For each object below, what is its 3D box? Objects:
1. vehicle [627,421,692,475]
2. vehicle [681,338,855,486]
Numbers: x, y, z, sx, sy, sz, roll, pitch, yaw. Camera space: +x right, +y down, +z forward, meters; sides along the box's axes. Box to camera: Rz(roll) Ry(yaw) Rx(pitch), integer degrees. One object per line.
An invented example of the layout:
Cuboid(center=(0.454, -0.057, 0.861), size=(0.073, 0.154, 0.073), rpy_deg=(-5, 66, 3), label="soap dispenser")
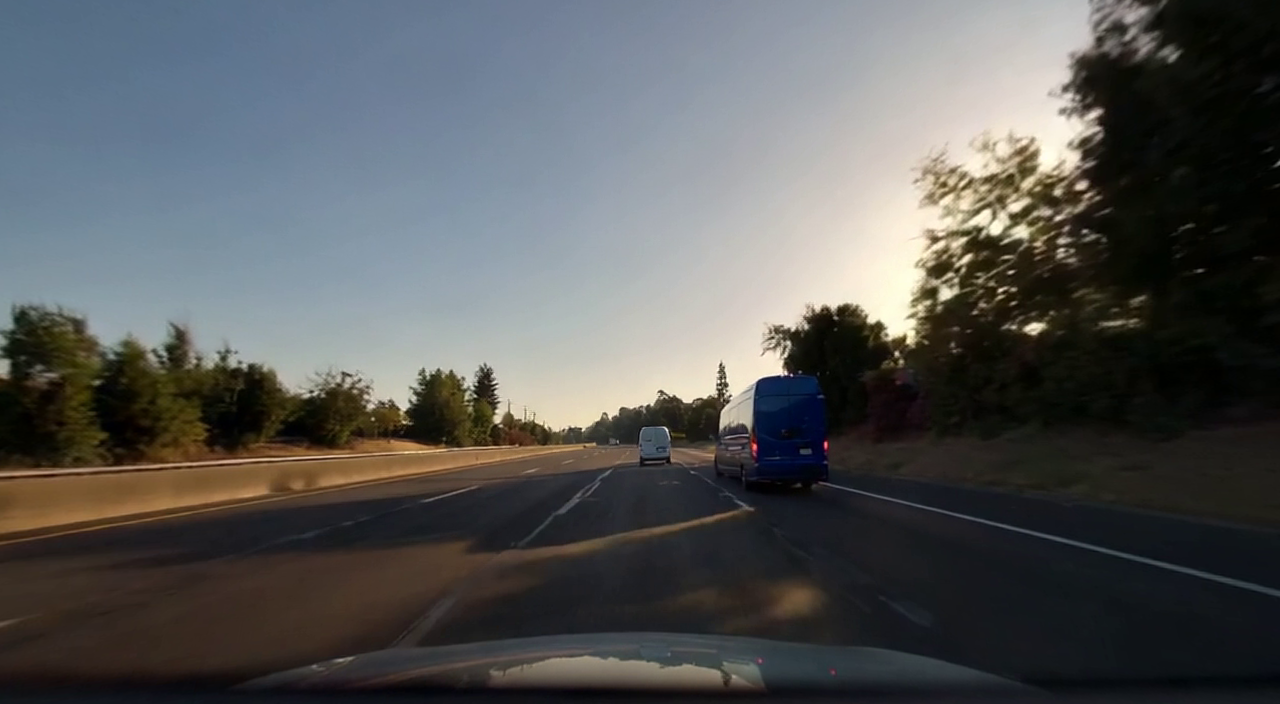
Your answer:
Cuboid(center=(0.742, 3.965, 26.292), size=(2.469, 2.027, 4.554), rpy_deg=(0, -8, 1), label="vehicle")
Cuboid(center=(4.179, 2.857, 26.307), size=(3.892, 4.216, 16.830), rpy_deg=(0, -8, 1), label="vehicle")
